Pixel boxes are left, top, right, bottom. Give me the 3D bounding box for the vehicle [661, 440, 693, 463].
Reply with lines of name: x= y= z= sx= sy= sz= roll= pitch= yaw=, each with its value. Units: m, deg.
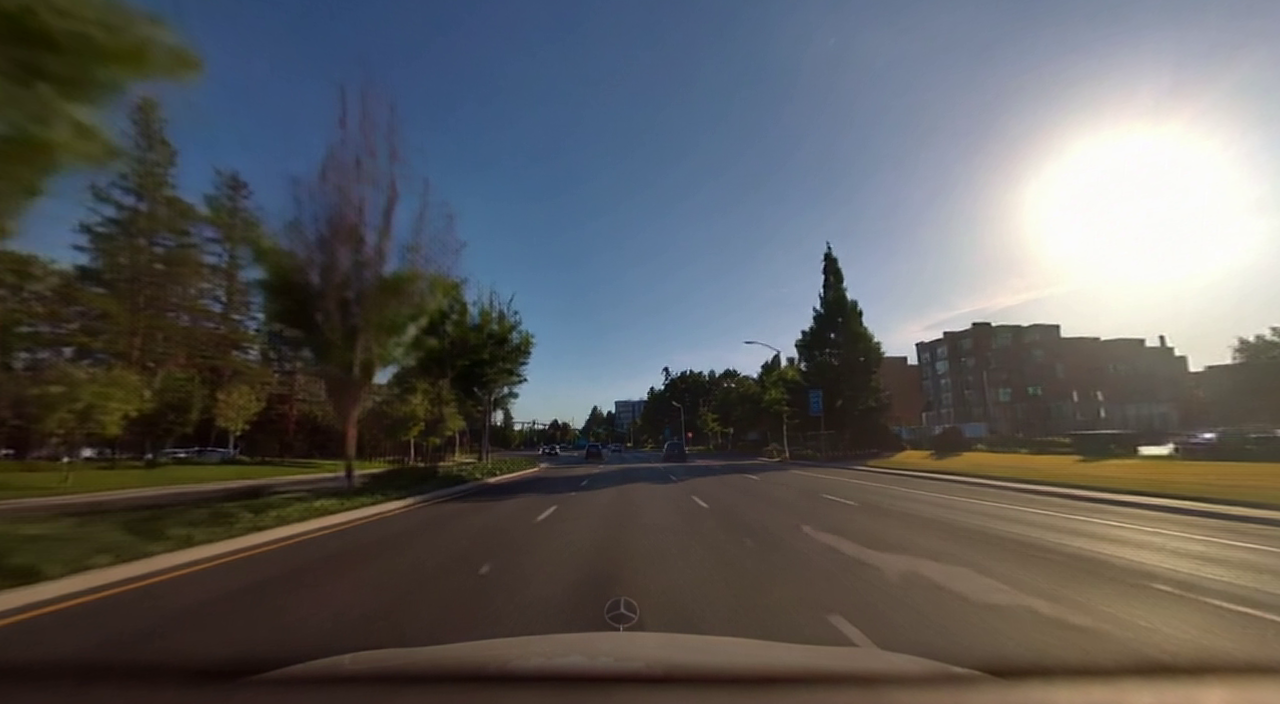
vehicle: x=2.833 y=7.751 z=49.429 sx=2.072 sy=1.696 sz=4.177 roll=1 pitch=-8 yaw=-2
